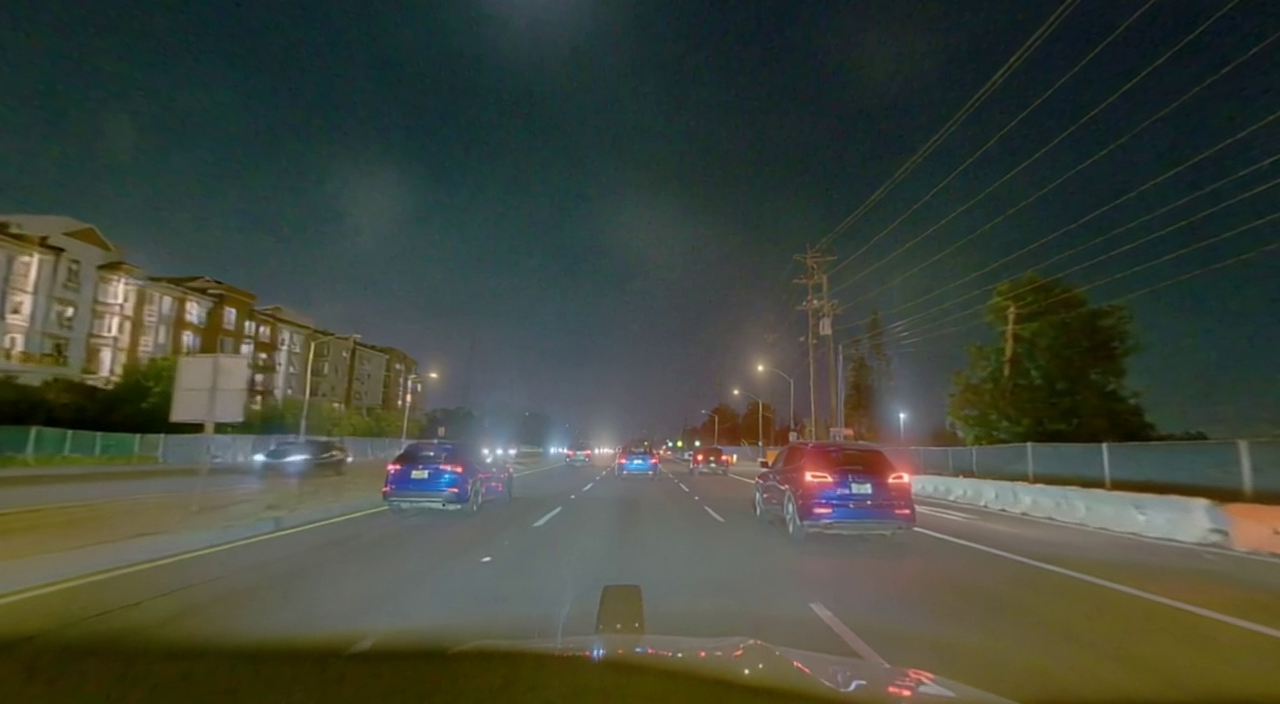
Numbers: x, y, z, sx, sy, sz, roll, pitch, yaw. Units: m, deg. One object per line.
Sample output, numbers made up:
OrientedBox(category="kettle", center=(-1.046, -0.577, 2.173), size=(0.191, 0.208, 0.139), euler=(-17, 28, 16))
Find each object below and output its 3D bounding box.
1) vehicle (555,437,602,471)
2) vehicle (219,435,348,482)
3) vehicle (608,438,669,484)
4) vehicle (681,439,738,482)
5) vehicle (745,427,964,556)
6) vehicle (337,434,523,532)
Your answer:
OrientedBox(category="vehicle", center=(-3.523, 5.934, 37.031), size=(2.190, 1.832, 4.417), euler=(0, -8, 1))
OrientedBox(category="vehicle", center=(-12.398, 3.725, 22.369), size=(1.902, 1.497, 4.417), euler=(0, -8, 1))
OrientedBox(category="vehicle", center=(-0.045, 4.417, 25.972), size=(2.291, 1.714, 4.217), euler=(0, -8, 0))
OrientedBox(category="vehicle", center=(3.080, 4.877, 28.745), size=(2.029, 1.797, 4.218), euler=(0, -8, -1))
OrientedBox(category="vehicle", center=(3.032, 2.047, 9.984), size=(1.975, 1.598, 4.025), euler=(0, -8, -1))
OrientedBox(category="vehicle", center=(-3.592, 2.317, 11.774), size=(1.968, 1.473, 4.209), euler=(0, -8, 1))
